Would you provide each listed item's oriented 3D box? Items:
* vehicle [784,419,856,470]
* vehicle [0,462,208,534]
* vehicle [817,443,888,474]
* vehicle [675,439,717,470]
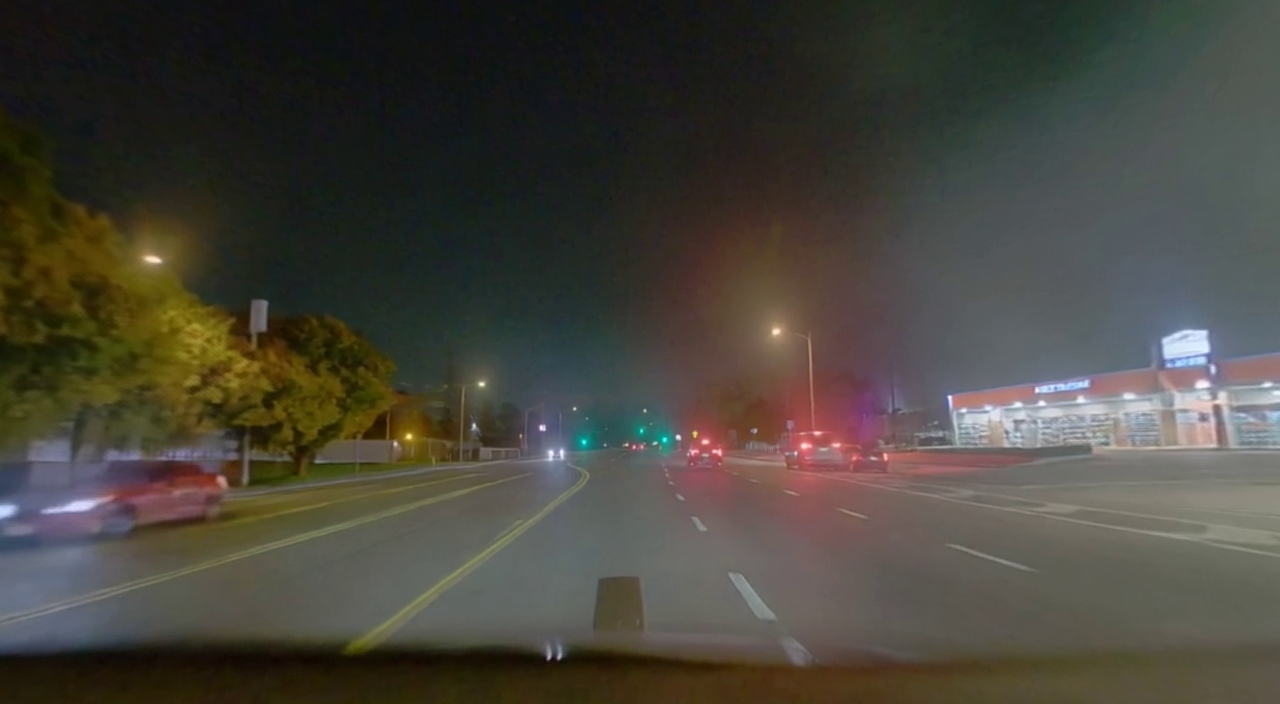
[{"bbox_3d":[10.552,5.497,37.553,2.507,2.745,5.779,0,-9,0],"label":"vehicle"},{"bbox_3d":[-13.582,3.628,16.256,1.875,1.493,4.355,0,-9,-1],"label":"vehicle"},{"bbox_3d":[10.550,5.328,31.773,1.857,1.411,4.859,0,-9,0],"label":"vehicle"},{"bbox_3d":[3.178,5.903,36.551,1.957,1.643,4.226,0,-9,-1],"label":"vehicle"}]
